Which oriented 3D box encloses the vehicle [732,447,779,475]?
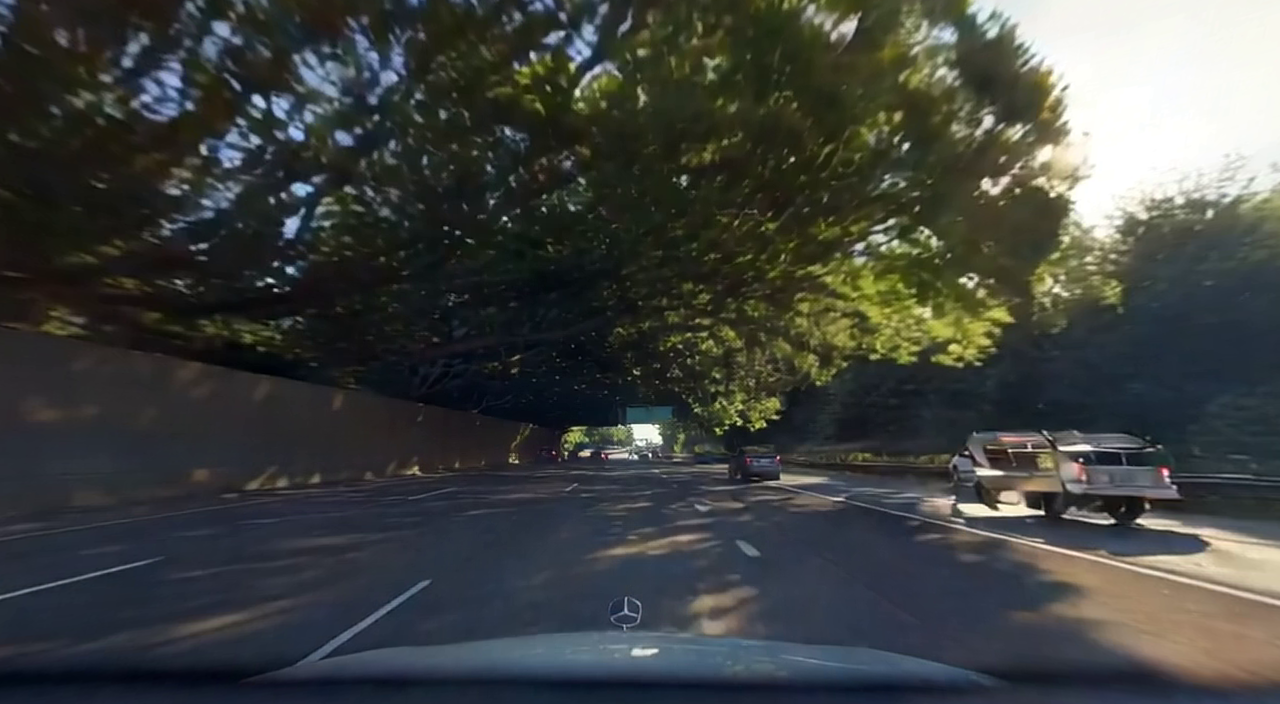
[{"bbox_3d":[7.118,6.783,39.389,1.989,1.591,4.348,0,-9,-2],"label":"vehicle"}]
